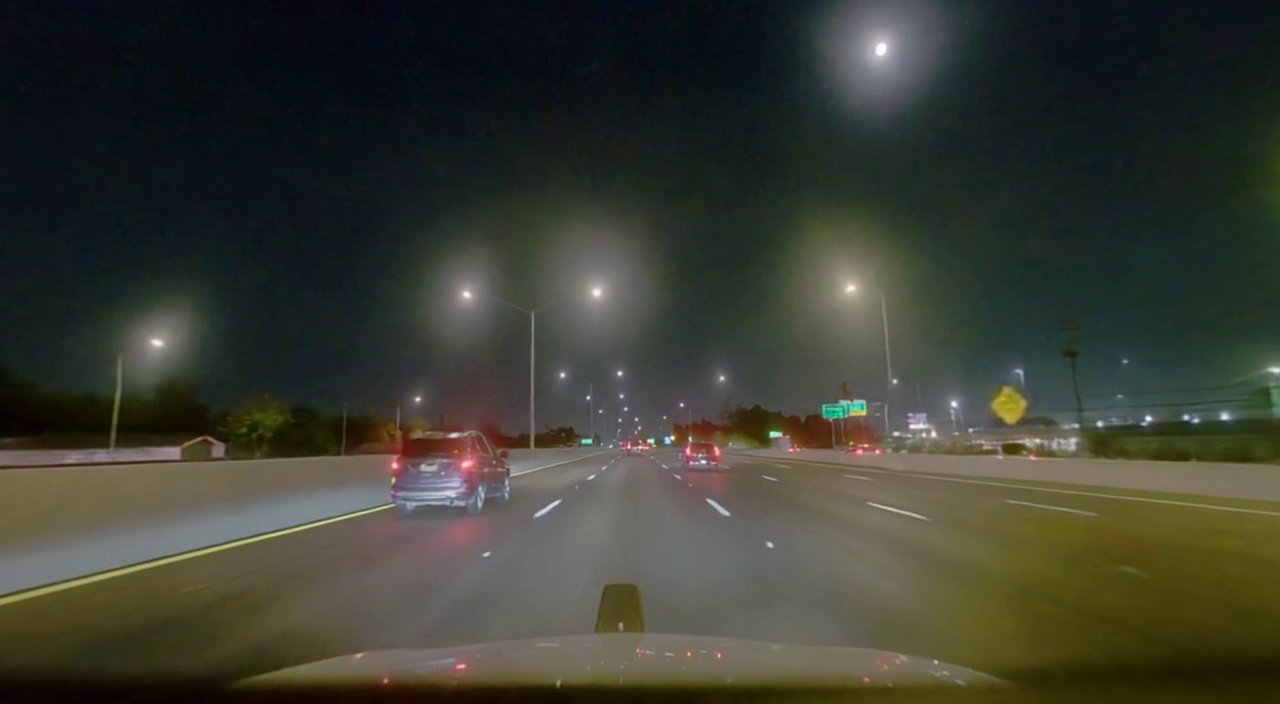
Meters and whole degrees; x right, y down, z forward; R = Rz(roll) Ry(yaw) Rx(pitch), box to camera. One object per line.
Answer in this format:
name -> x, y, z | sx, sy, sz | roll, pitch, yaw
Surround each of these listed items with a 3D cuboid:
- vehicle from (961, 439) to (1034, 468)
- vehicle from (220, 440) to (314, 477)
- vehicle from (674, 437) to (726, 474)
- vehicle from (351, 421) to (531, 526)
vehicle -> 23.163, 6.586, 41.205 | 2.070, 1.782, 5.006 | -1, -8, 4
vehicle -> -20.099, 5.726, 34.343 | 2.062, 1.809, 5.001 | 0, -8, -1
vehicle -> 2.833, 4.962, 30.612 | 1.997, 1.638, 4.281 | 0, -8, -1
vehicle -> -3.653, 2.321, 12.662 | 2.099, 1.682, 4.590 | 0, -8, 0
